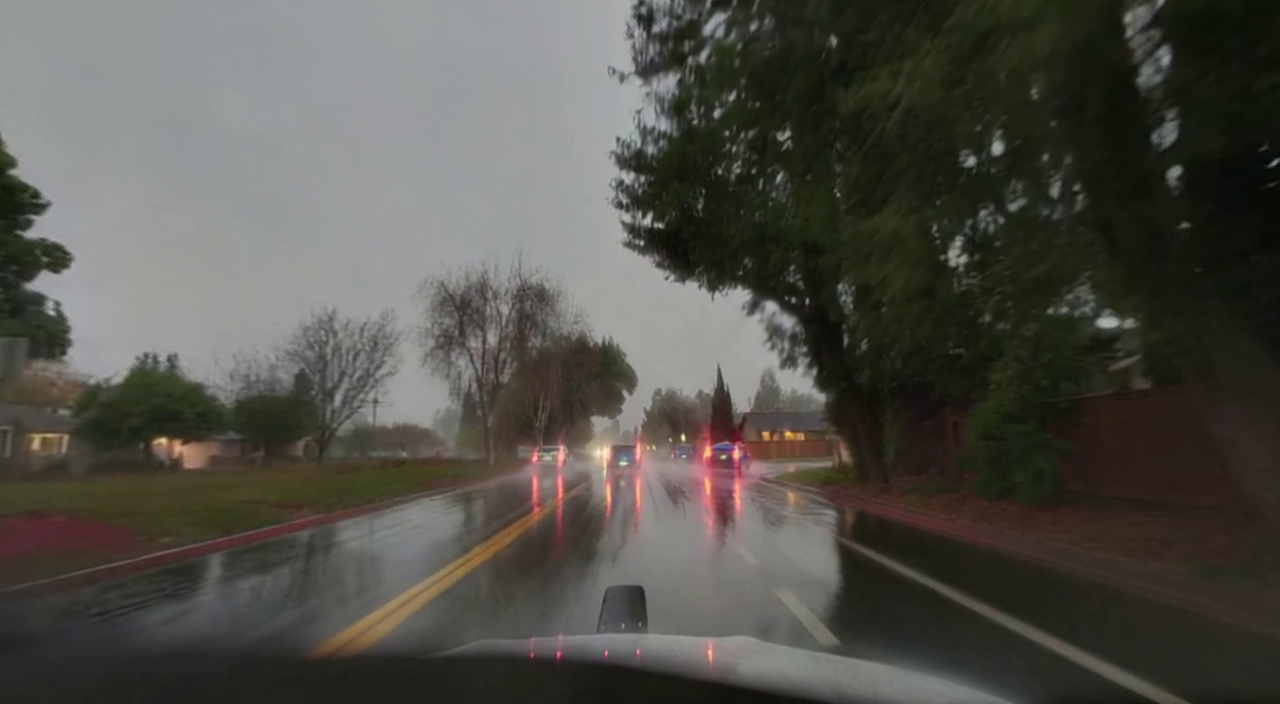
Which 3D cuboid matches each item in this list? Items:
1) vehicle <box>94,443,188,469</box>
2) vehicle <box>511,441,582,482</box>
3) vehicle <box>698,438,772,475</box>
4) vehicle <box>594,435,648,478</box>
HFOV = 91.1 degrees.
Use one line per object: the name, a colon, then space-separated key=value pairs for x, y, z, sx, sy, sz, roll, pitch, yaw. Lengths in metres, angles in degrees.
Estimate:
vehicle: x=-33.468 y=6.961 z=42.196 sx=4.600 sy=1.698 sz=1.993 roll=0 pitch=-8 yaw=3
vehicle: x=-3.532 y=4.226 z=24.541 sx=2.032 sy=1.433 sz=4.458 roll=0 pitch=-8 yaw=1
vehicle: x=4.822 y=5.176 z=31.323 sx=2.192 sy=1.677 sz=4.820 roll=-4 pitch=-9 yaw=26
vehicle: x=-0.774 y=4.620 z=27.924 sx=2.220 sy=1.742 sz=4.047 roll=0 pitch=-8 yaw=1
